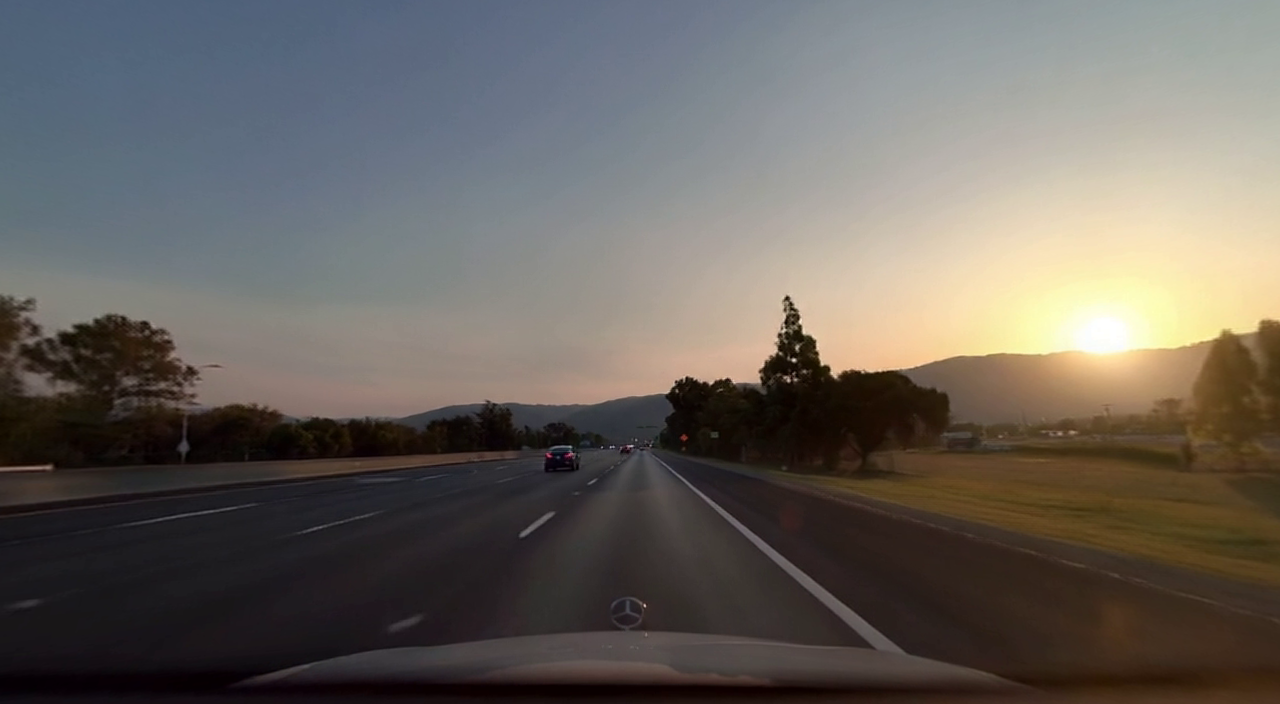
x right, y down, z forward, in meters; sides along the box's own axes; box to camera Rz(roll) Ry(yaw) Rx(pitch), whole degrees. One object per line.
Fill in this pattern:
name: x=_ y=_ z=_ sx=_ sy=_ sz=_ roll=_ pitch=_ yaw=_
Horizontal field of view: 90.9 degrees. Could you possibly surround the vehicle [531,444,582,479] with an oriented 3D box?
vehicle: x=-3.827 y=5.081 z=29.468 sx=1.786 sy=1.488 sz=4.023 roll=0 pitch=-8 yaw=1
